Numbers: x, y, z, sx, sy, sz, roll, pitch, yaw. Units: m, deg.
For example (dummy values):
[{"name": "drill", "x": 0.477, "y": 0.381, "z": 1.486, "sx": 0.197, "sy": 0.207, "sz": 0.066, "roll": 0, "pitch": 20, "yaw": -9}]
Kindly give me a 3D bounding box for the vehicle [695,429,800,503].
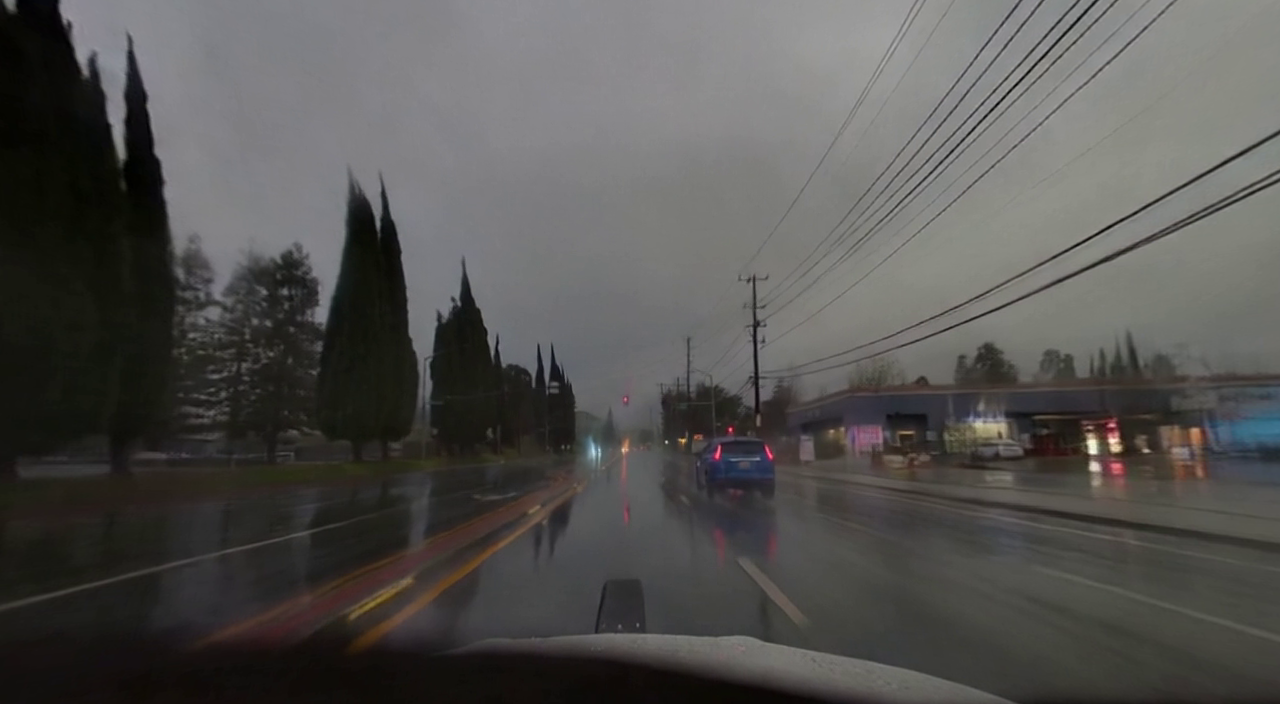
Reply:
[{"name": "vehicle", "x": 2.883, "y": 3.224, "z": 18.133, "sx": 2.060, "sy": 1.820, "sz": 4.713, "roll": 0, "pitch": -9, "yaw": -2}]
